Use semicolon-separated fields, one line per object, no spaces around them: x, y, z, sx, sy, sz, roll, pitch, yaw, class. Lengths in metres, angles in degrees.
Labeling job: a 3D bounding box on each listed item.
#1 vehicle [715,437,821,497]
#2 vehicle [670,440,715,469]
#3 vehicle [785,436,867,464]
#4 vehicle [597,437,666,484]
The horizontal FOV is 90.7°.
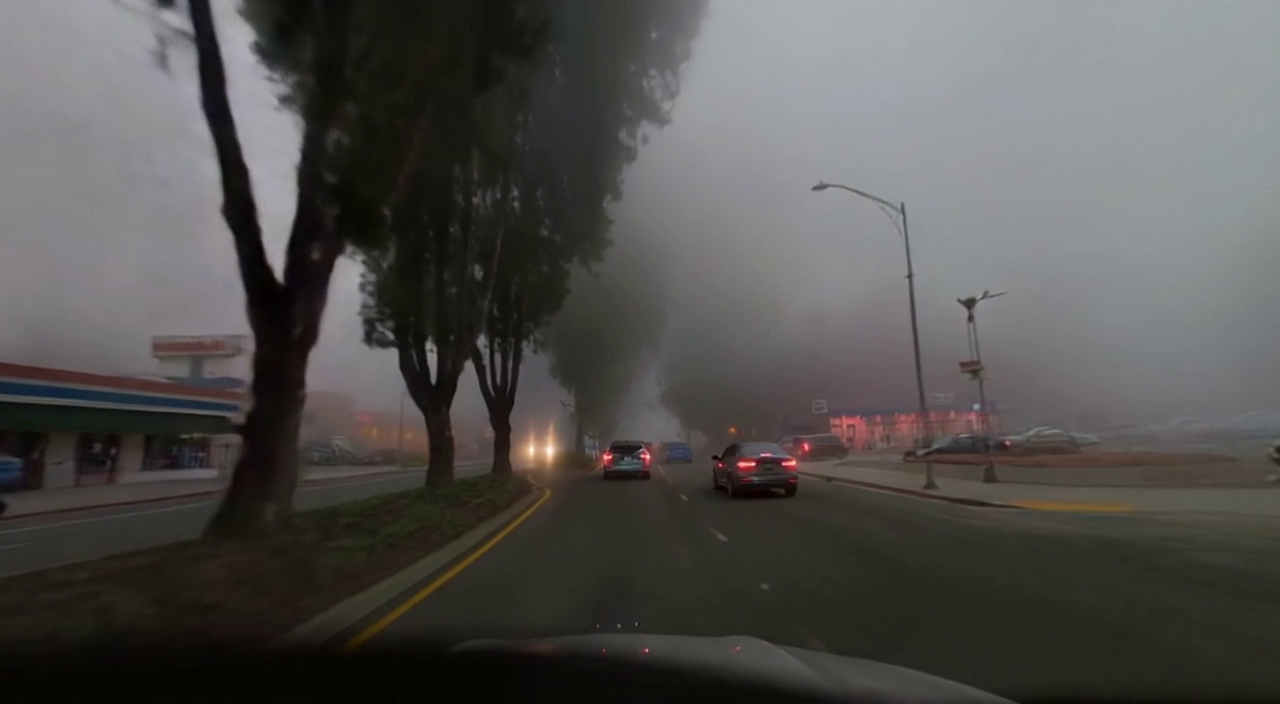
3.434;3.184;17.886;2.060;1.471;4.168;0;-9;-1;vehicle
2.897;5.796;35.895;2.098;1.527;3.966;0;-9;-2;vehicle
11.488;6.061;39.243;4.291;1.652;2.122;1;-9;-6;vehicle
-0.299;3.845;22.739;2.232;1.508;4.319;0;-9;-1;vehicle
